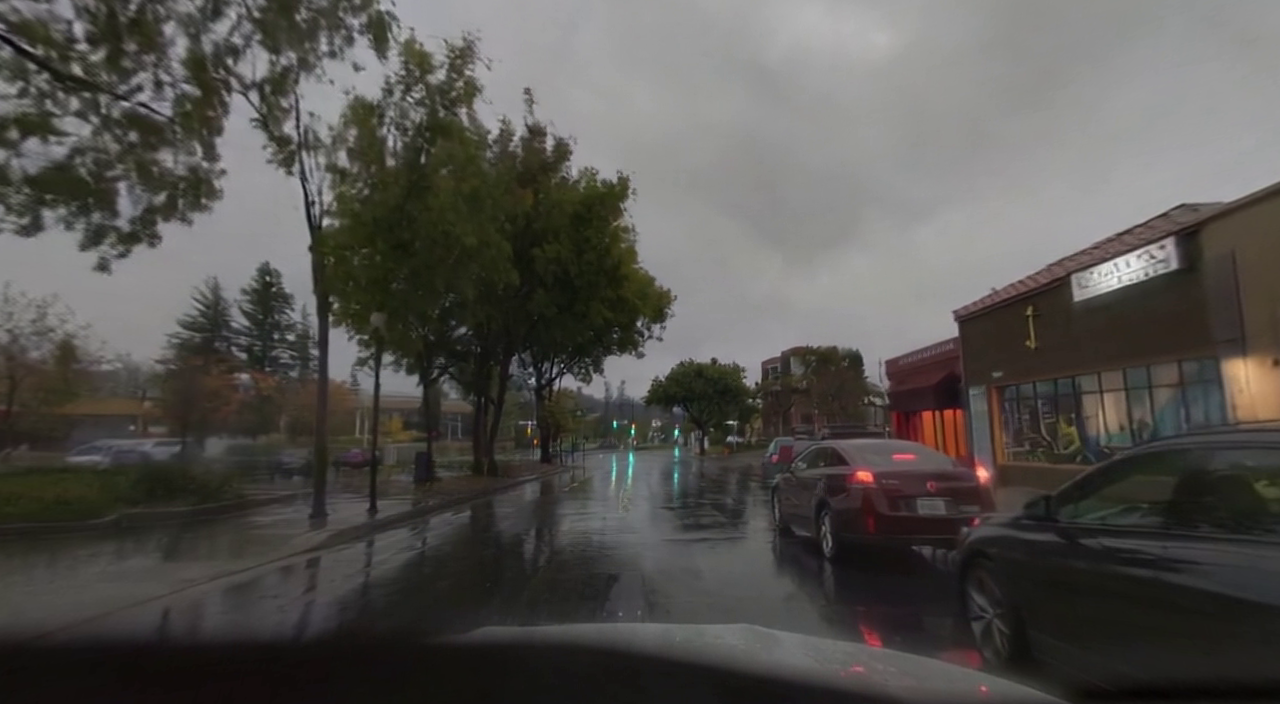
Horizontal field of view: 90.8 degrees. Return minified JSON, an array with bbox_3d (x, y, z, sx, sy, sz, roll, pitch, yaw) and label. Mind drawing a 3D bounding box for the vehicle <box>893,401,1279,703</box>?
[{"bbox_3d":[3.046,1.031,2.677,2.064,1.532,4.596,0,-9,1],"label":"vehicle"}]
